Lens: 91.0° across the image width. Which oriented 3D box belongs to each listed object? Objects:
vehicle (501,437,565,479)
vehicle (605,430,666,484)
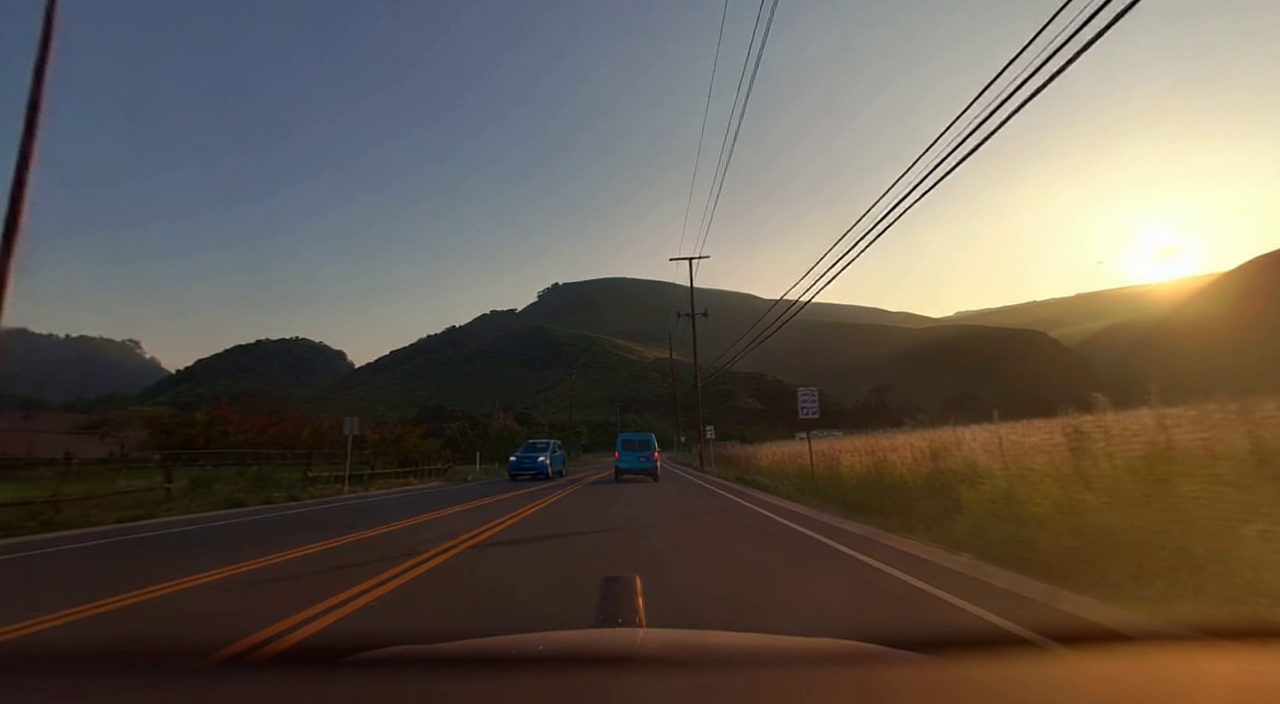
[{"bbox_3d":[-5.709,5.719,34.334,2.213,2.108,5.027,0,-9,4],"label":"vehicle"},{"bbox_3d":[-0.125,4.571,27.620,2.454,2.144,4.535,0,-9,1],"label":"vehicle"}]
